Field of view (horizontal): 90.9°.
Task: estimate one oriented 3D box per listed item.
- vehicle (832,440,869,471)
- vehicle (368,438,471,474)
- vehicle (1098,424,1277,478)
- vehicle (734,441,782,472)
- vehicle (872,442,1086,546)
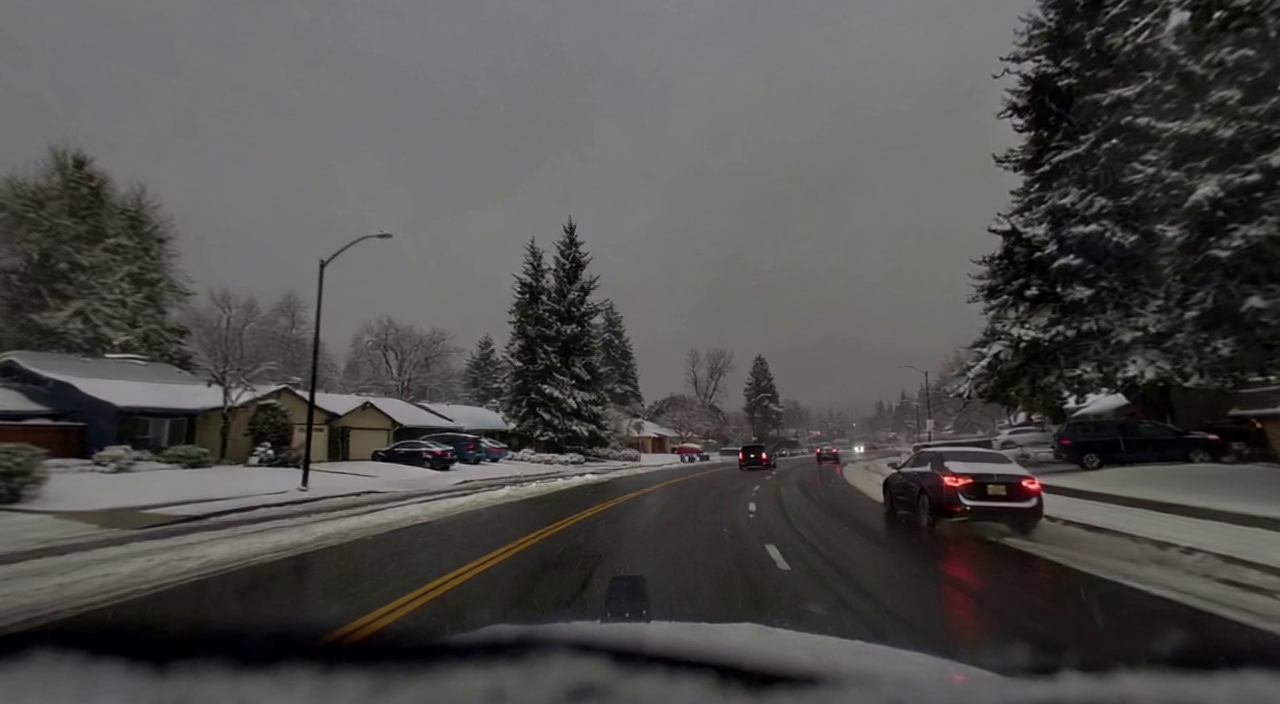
[{"bbox_3d":[13.939,6.792,41.654,2.059,1.924,4.257,-3,-9,20],"label":"vehicle"},{"bbox_3d":[-11.507,5.385,32.950,4.646,1.502,1.874,2,-7,11],"label":"vehicle"},{"bbox_3d":[17.584,3.200,20.485,3.714,1.601,2.092,-2,-9,13],"label":"vehicle"},{"bbox_3d":[7.040,6.115,37.155,2.106,1.667,4.367,-3,-9,19],"label":"vehicle"},{"bbox_3d":[5.808,2.419,11.524,1.934,1.506,4.282,-1,-9,7],"label":"vehicle"}]
